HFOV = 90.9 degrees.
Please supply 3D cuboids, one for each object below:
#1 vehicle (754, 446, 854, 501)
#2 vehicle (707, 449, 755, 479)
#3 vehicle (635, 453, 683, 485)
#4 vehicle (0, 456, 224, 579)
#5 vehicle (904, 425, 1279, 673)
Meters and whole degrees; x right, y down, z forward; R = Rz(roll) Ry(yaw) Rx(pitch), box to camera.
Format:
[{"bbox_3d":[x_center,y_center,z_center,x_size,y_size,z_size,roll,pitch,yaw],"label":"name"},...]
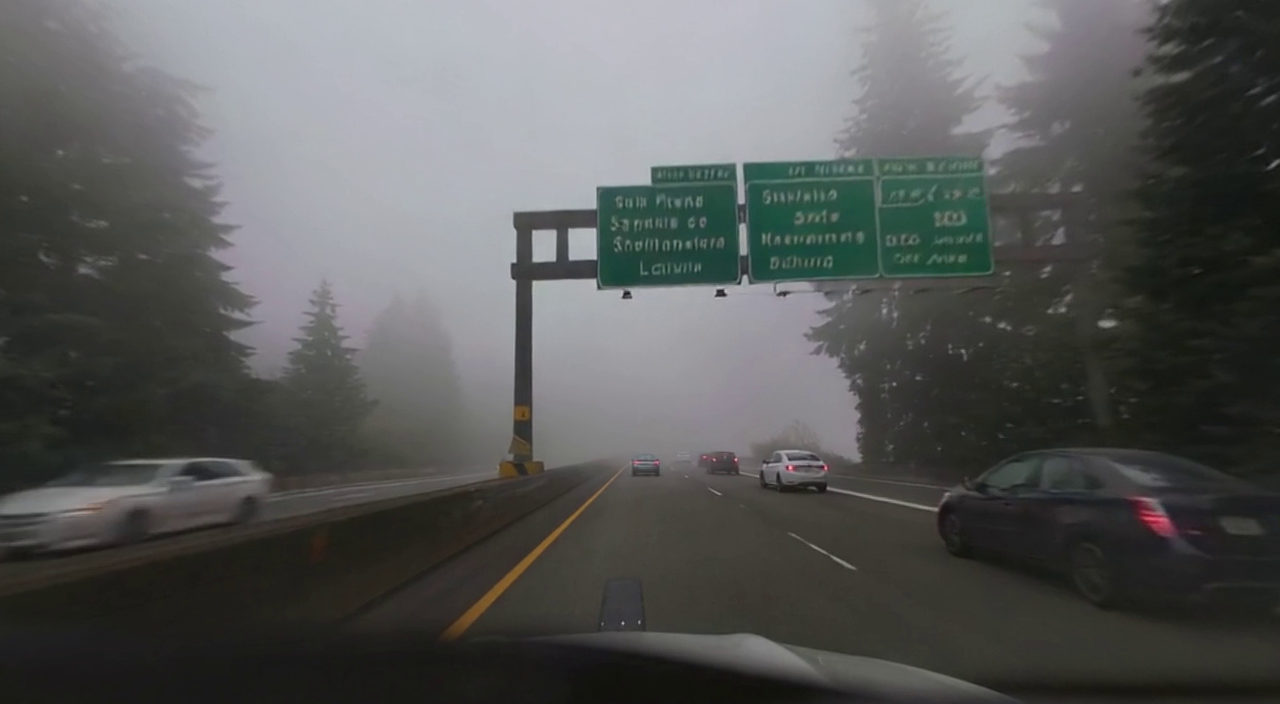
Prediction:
[{"bbox_3d":[4.873,3.684,19.483,1.827,1.462,4.697,0,-9,0],"label":"vehicle"},{"bbox_3d":[4.887,6.069,34.293,1.952,1.495,3.740,0,-9,-1],"label":"vehicle"},{"bbox_3d":[0.827,5.204,28.298,2.012,1.320,3.777,0,-9,1],"label":"vehicle"},{"bbox_3d":[-8.578,2.306,9.528,1.866,1.427,3.871,0,-9,0],"label":"vehicle"},{"bbox_3d":[4.561,1.534,6.103,2.007,1.451,4.587,0,-9,0],"label":"vehicle"}]
